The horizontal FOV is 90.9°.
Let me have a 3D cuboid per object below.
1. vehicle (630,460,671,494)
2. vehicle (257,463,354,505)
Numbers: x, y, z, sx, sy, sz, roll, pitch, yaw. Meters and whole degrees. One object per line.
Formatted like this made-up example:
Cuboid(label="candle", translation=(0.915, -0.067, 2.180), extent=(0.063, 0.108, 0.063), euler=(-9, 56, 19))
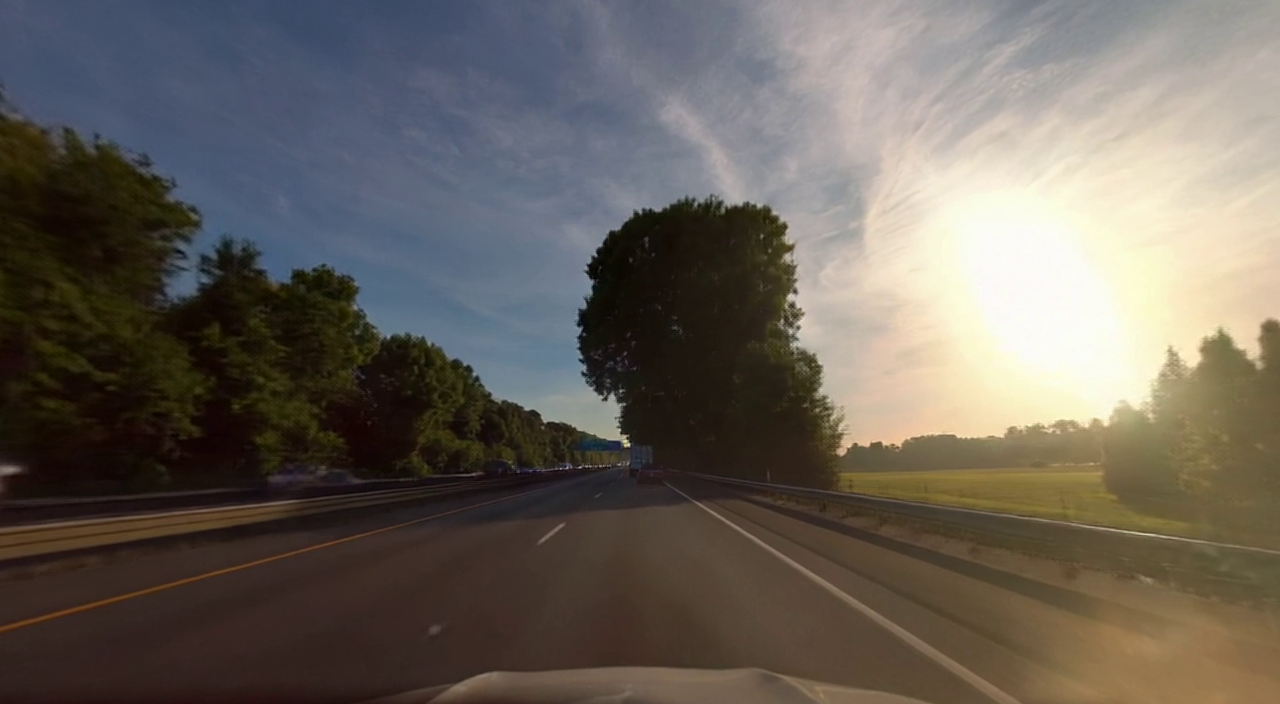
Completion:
Cuboid(label="vehicle", translation=(0.518, 6.680, 33.848), extent=(2.048, 1.663, 4.377), euler=(1, -10, 0))
Cuboid(label="vehicle", translation=(-12.143, 4.801, 23.095), extent=(1.679, 1.388, 3.355), euler=(1, -10, 0))
